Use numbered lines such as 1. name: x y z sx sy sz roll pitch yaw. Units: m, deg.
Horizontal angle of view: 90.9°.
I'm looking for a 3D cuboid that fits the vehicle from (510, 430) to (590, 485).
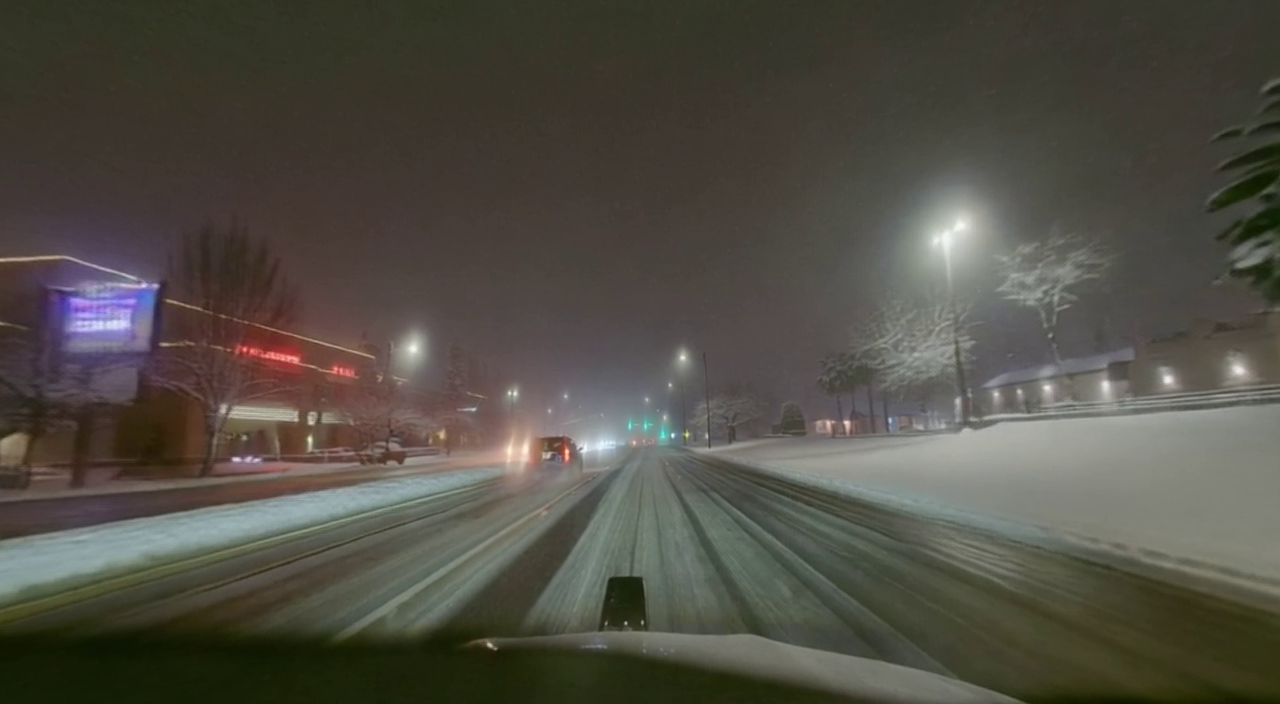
1. vehicle: -3.027 3.655 22.175 2.062 1.693 4.669 0 -8 1
